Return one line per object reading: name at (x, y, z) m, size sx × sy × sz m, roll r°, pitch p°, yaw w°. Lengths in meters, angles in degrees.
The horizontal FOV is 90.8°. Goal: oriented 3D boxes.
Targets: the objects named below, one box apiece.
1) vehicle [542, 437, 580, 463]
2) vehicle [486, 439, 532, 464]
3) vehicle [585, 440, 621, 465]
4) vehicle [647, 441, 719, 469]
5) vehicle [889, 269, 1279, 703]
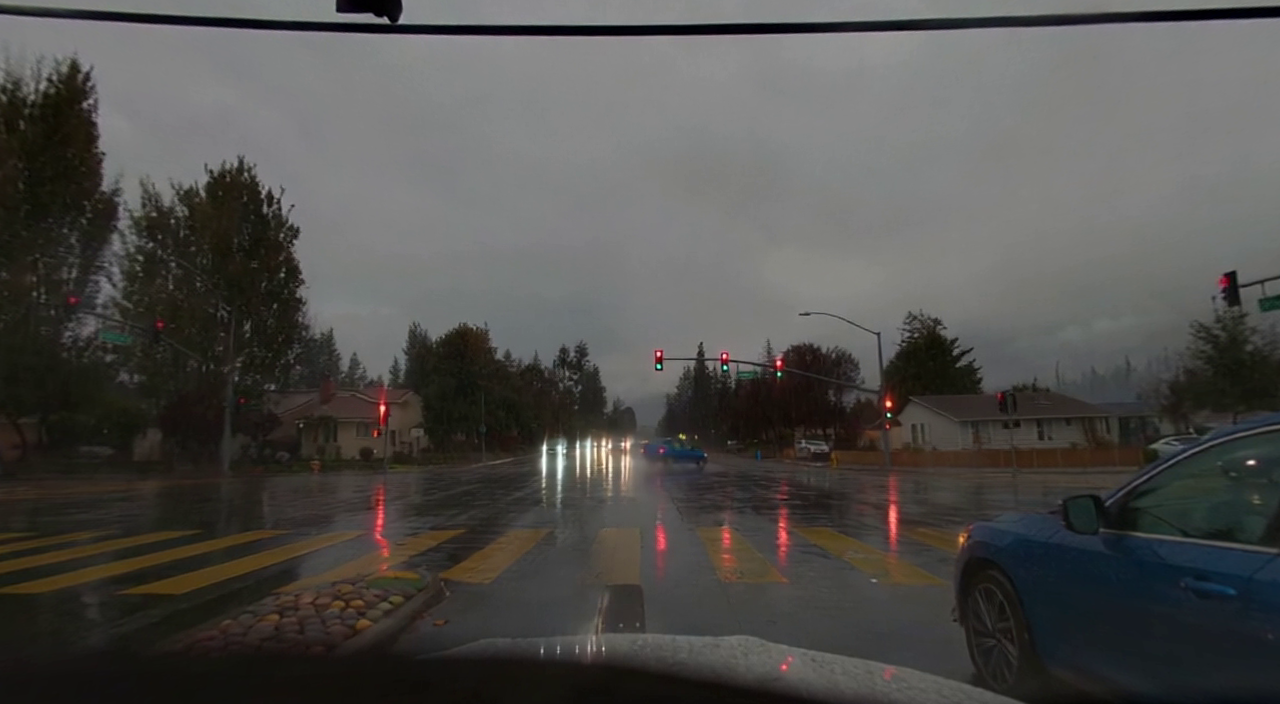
vehicle at (-5.527, 6.958, 44.828) m, size 2.091 × 1.707 × 4.157 m, roll 0°, pitch -9°, yaw 0°
vehicle at (-8.940, 6.862, 43.632) m, size 2.028 × 1.654 × 5.027 m, roll 0°, pitch -9°, yaw 1°
vehicle at (-2.370, 6.607, 41.631) m, size 2.046 × 1.491 × 4.118 m, roll 0°, pitch -9°, yaw 1°
vehicle at (2.605, 6.017, 37.270) m, size 2.104 × 1.518 × 4.999 m, roll -5°, pitch -10°, yaw 32°
vehicle at (2.708, 0.707, 1.718) m, size 2.085 × 1.800 × 4.908 m, roll 0°, pitch -9°, yaw 1°
